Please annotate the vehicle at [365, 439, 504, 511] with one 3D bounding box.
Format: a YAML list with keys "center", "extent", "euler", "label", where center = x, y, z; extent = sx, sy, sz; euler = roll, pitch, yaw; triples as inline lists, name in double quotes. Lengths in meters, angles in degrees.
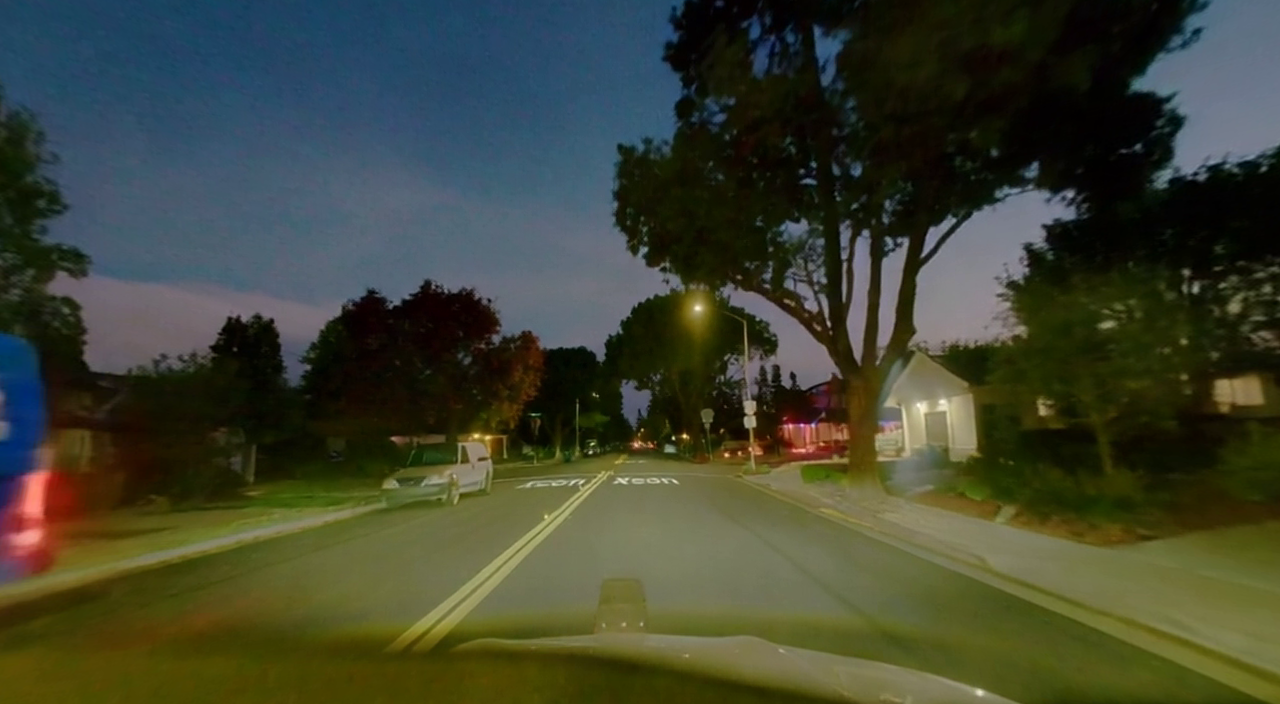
- center: [-5.016, 3.043, 16.195]
  extent: [2.038, 1.571, 4.524]
  euler: [0, -8, 0]
  label: "vehicle"

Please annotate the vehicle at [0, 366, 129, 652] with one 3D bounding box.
- center: [-5.717, 0.872, 2.806]
  extent: [2.315, 2.008, 5.343]
  euler: [0, -8, 1]
  label: "vehicle"
